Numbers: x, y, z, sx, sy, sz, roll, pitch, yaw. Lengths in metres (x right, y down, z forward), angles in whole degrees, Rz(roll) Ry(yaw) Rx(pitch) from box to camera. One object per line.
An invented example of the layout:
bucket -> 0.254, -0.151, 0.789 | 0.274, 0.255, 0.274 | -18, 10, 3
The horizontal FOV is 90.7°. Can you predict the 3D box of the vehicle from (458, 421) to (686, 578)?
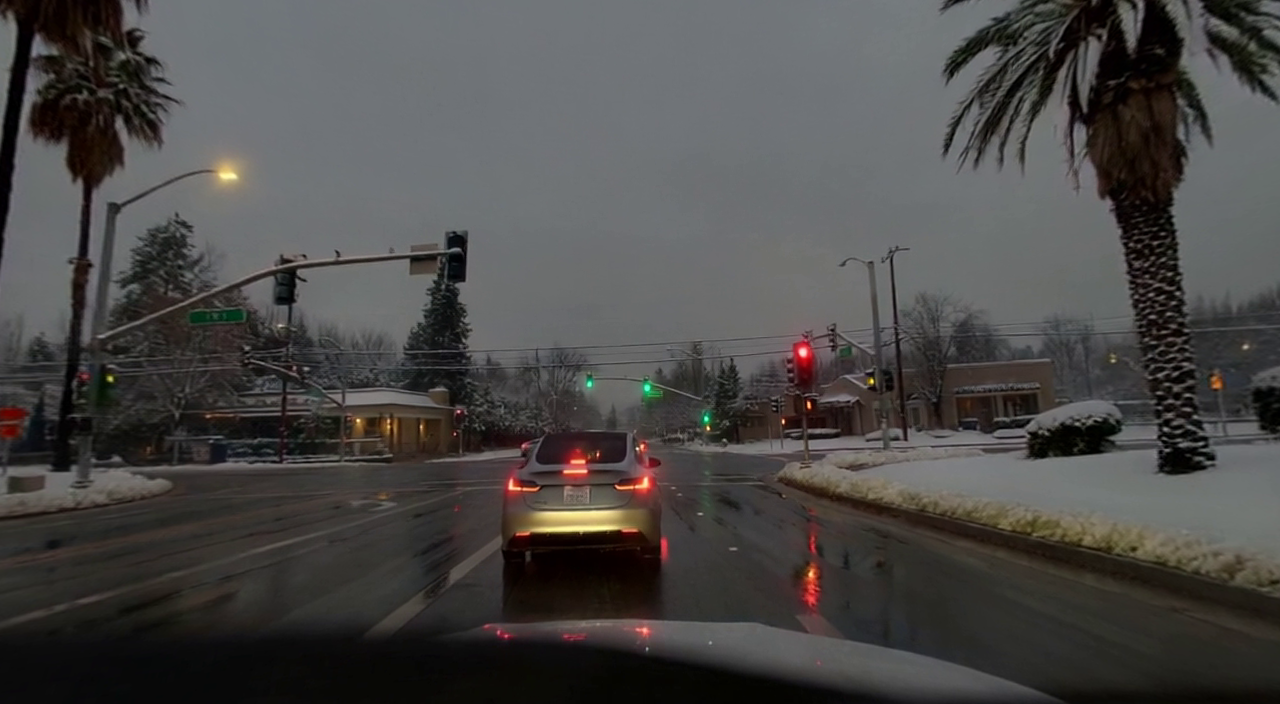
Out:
vehicle -> -0.648, 1.716, 8.179 | 2.152, 1.478, 4.229 | 0, -8, 0
